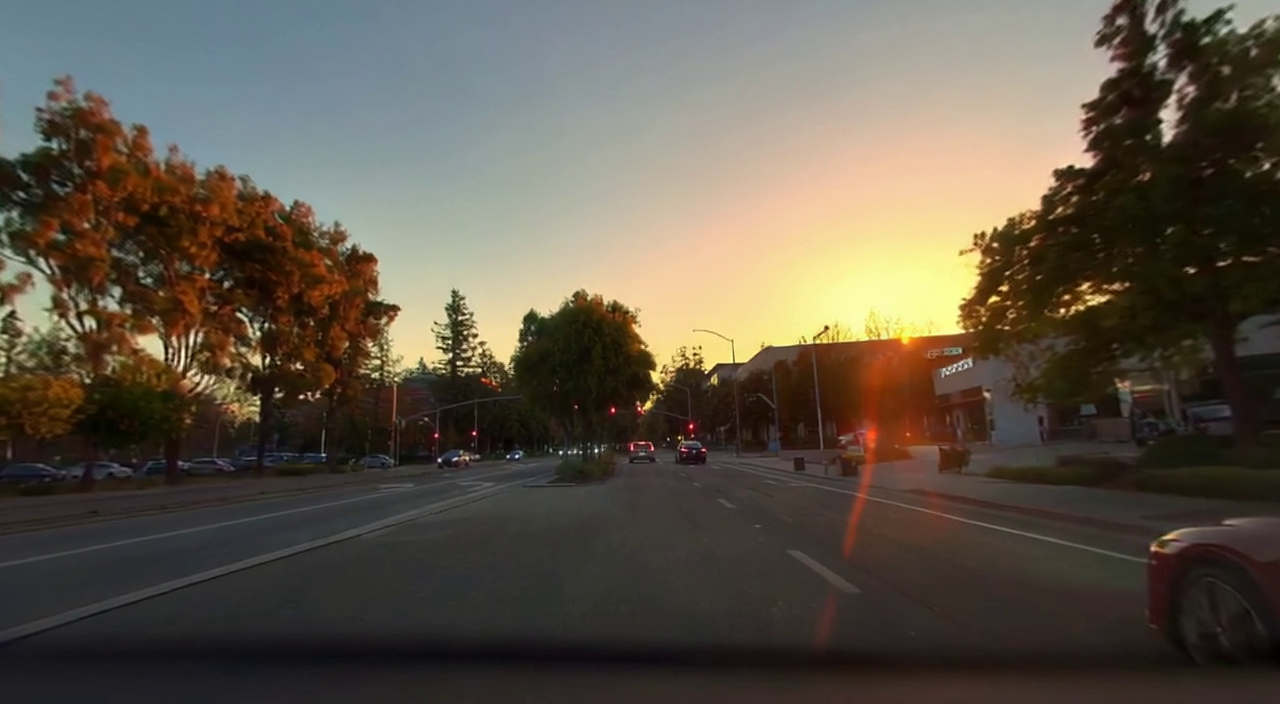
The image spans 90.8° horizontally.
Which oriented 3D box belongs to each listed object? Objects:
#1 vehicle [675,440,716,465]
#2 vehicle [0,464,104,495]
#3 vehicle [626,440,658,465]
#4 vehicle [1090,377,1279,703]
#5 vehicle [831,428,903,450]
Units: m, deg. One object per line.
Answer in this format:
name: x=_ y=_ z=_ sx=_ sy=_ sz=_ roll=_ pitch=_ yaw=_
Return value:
vehicle: x=3.740 y=6.891 z=43.478 sx=2.198 sy=1.660 sz=4.512 roll=0 pitch=-8 yaw=-2
vehicle: x=-33.935 y=7.293 z=36.204 sx=4.560 sy=1.530 sz=1.950 roll=5 pitch=-10 yaw=-32
vehicle: x=0.065 y=7.073 z=44.628 sx=2.146 sy=1.685 sz=4.003 roll=0 pitch=-8 yaw=-2
vehicle: x=3.822 y=0.727 z=1.634 sx=1.889 sy=1.572 sz=4.605 roll=0 pitch=-8 yaw=0
vehicle: x=15.865 y=6.122 z=44.311 sx=4.344 sy=1.512 sz=1.936 roll=-1 pitch=-8 yaw=5
